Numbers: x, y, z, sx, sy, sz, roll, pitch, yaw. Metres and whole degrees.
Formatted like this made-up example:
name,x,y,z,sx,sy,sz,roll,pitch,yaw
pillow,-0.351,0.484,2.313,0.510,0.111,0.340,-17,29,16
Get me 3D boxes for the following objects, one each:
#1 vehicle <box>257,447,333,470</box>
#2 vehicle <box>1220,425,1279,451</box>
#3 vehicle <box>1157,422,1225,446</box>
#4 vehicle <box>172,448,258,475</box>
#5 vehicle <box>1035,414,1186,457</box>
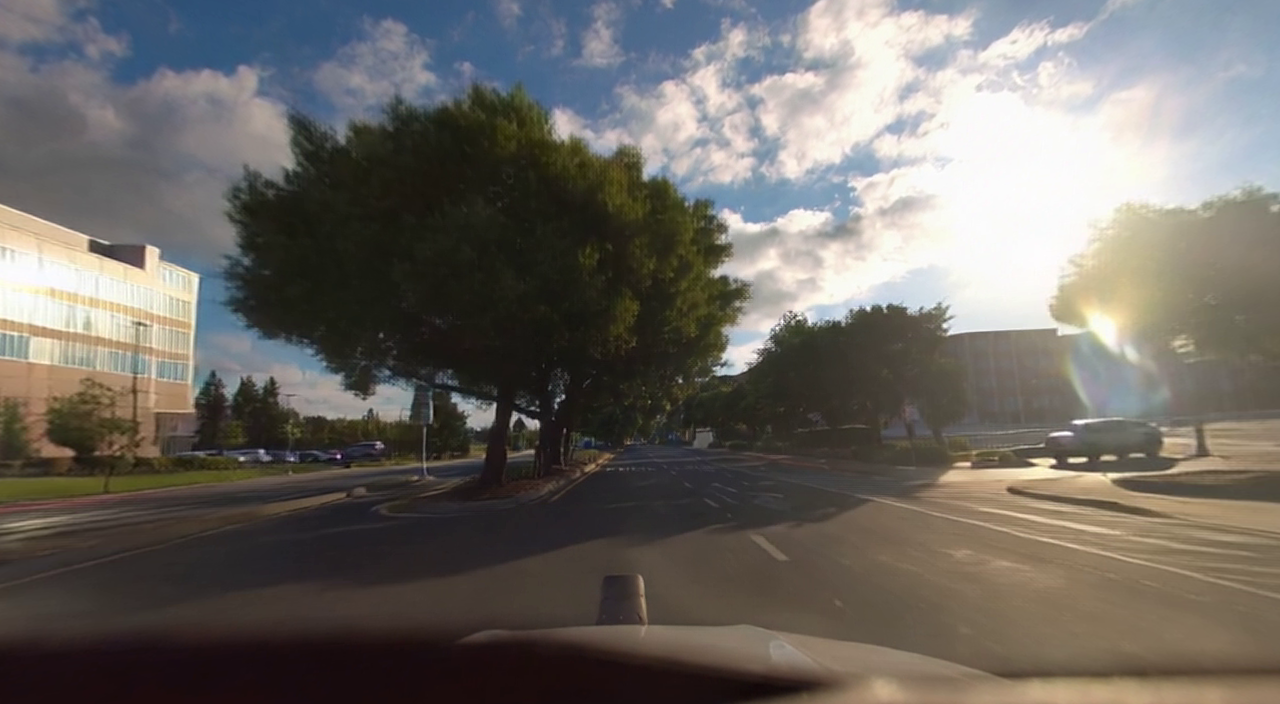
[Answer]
name,x,y,z,sx,sy,sz,roll,pitch,yaw
vehicle,-26.671,8.238,49.006,4.673,1.717,2.044,0,-9,1
vehicle,40.003,5.554,40.731,3.517,1.432,1.583,-4,-8,0
vehicle,40.432,6.045,46.364,3.438,1.405,1.601,-4,-8,-5
vehicle,-32.382,8.328,48.240,4.993,1.886,2.122,8,-13,-43
vehicle,19.995,3.593,27.034,4.656,1.752,2.309,0,-9,-4
